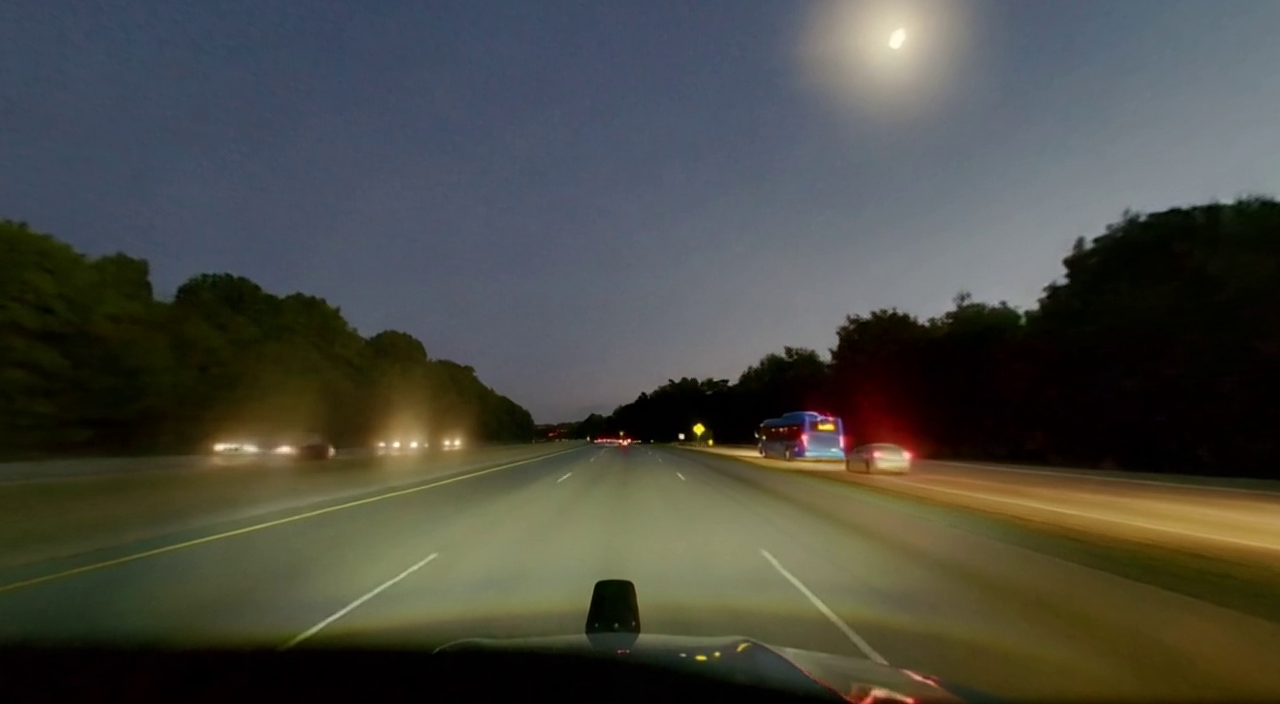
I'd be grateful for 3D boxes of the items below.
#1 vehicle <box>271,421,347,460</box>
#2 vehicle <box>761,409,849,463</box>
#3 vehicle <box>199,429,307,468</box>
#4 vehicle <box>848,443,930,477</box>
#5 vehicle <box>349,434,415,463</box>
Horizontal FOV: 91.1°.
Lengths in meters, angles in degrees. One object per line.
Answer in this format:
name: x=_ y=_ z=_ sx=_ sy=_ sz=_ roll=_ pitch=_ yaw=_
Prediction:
vehicle: x=-17.388 y=4.671 z=33.190 sx=1.911 sy=1.928 sz=3.656 roll=0 pitch=-8 yaw=1
vehicle: x=11.189 y=5.899 z=44.234 sx=3.009 sy=3.265 sz=12.098 roll=0 pitch=-8 yaw=0
vehicle: x=-17.291 y=4.312 z=28.394 sx=1.987 sy=1.600 sz=4.539 roll=0 pitch=-8 yaw=-1
vehicle: x=10.964 y=4.768 z=28.033 sx=1.866 sy=1.359 sz=4.218 roll=0 pitch=-8 yaw=-1
vehicle: x=-13.772 y=5.172 z=33.876 sx=1.838 sy=1.446 sz=4.375 roll=1 pitch=-8 yaw=-2
